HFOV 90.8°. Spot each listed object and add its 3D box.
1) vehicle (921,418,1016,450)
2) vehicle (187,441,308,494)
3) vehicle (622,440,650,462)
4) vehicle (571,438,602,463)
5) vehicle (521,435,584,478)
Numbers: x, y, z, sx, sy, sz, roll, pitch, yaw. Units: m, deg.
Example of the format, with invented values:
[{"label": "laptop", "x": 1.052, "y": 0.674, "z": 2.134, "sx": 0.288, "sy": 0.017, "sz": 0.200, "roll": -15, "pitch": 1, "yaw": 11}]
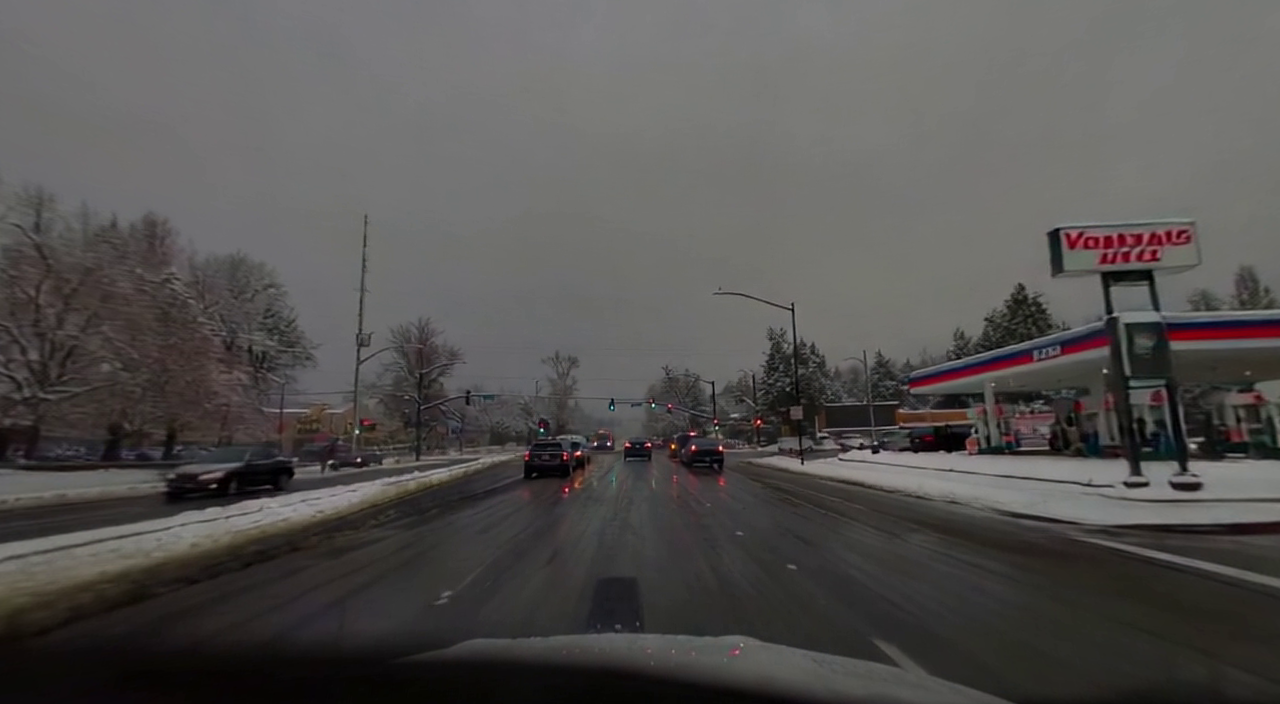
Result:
[{"label": "vehicle", "x": 23.082, "y": 5.792, "z": 44.576, "sx": 5.314, "sy": 2.134, "sz": 2.261, "roll": 0, "pitch": -8, "yaw": 1}, {"label": "vehicle", "x": -14.682, "y": 4.303, "z": 23.953, "sx": 1.891, "sy": 1.670, "sz": 4.333, "roll": -5, "pitch": -8, "yaw": -1}, {"label": "vehicle", "x": -0.307, "y": 7.301, "z": 46.603, "sx": 1.976, "sy": 1.509, "sz": 3.647, "roll": 0, "pitch": -8, "yaw": -2}, {"label": "vehicle", "x": -3.764, "y": 7.062, "z": 45.426, "sx": 1.941, "sy": 1.740, "sz": 3.989, "roll": 0, "pitch": -8, "yaw": -1}, {"label": "vehicle", "x": -3.676, "y": 4.475, "z": 27.337, "sx": 2.040, "sy": 1.661, "sz": 4.573, "roll": 0, "pitch": -8, "yaw": 1}]
